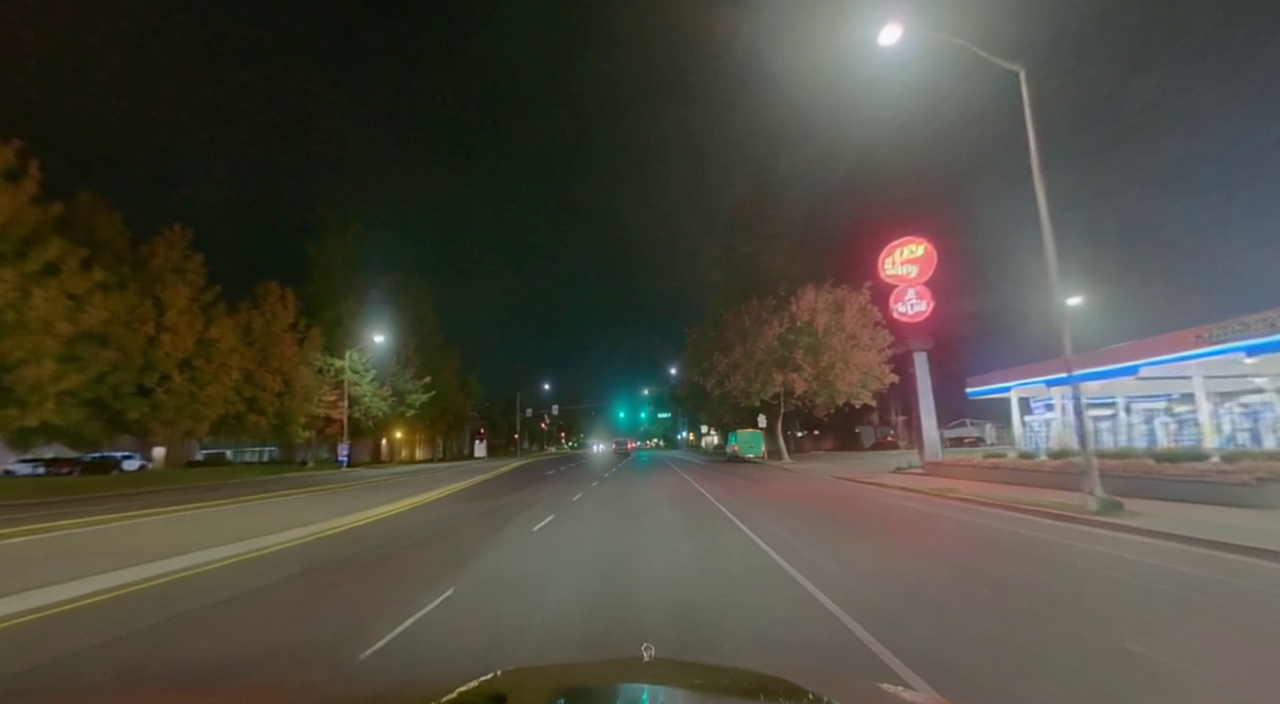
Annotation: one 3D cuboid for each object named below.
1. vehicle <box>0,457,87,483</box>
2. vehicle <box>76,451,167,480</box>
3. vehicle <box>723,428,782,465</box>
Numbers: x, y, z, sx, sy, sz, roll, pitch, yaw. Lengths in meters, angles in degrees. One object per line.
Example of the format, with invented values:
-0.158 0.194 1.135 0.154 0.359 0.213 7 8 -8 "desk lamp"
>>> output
-42.014 8.297 44.420 1.898 1.619 4.511 0 -8 0 "vehicle"
-36.907 8.052 45.103 2.112 1.854 5.033 0 -8 1 "vehicle"
7.633 6.524 43.608 2.764 2.327 6.492 0 -8 0 "vehicle"
